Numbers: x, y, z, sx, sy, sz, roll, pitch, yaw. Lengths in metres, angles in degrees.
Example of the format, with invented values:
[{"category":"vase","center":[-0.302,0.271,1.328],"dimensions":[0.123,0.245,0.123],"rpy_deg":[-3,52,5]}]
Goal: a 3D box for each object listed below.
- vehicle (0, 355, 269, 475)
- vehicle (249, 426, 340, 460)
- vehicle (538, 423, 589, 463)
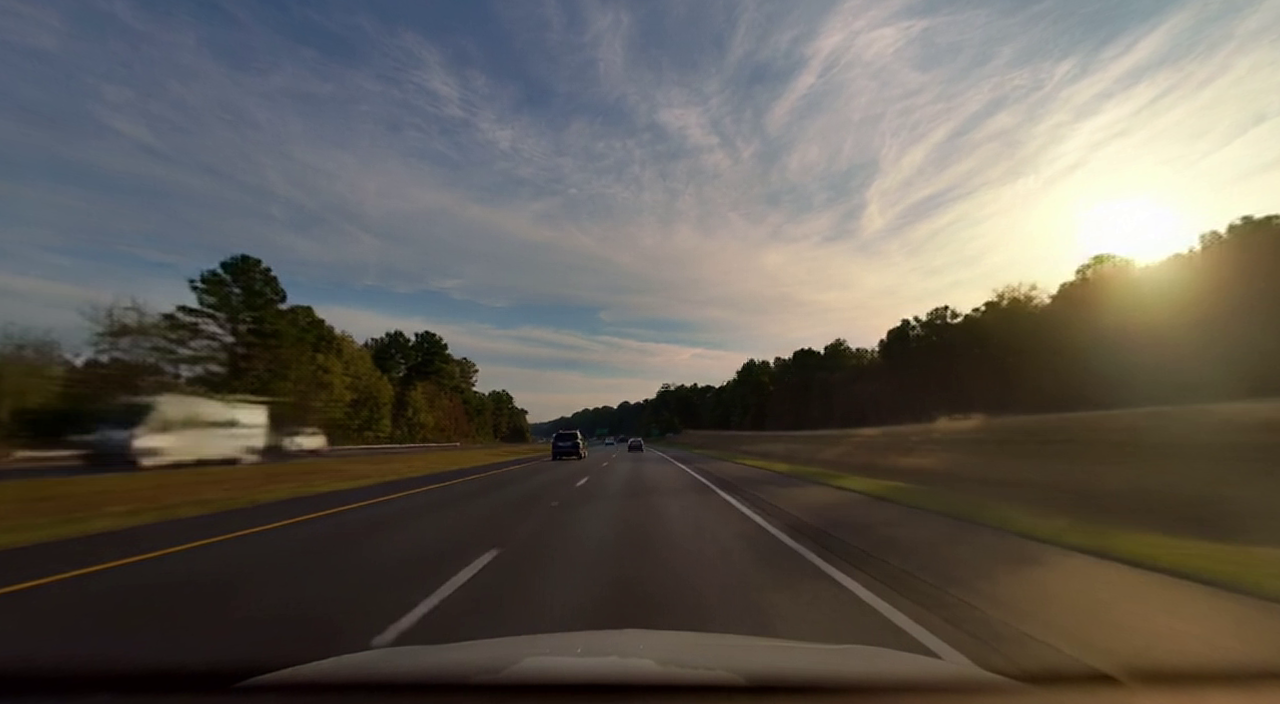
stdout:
[{"category":"vehicle","center":[-12.630,1.727,16.219],"dimensions":[2.427,2.525,5.934],"rpy_deg":[0,-8,0]},{"category":"vehicle","center":[-16.533,4.397,30.384],"dimensions":[1.832,1.517,4.537],"rpy_deg":[0,-8,0]},{"category":"vehicle","center":[-4.120,5.034,34.817],"dimensions":[2.241,2.034,4.890],"rpy_deg":[0,-8,-1]}]
